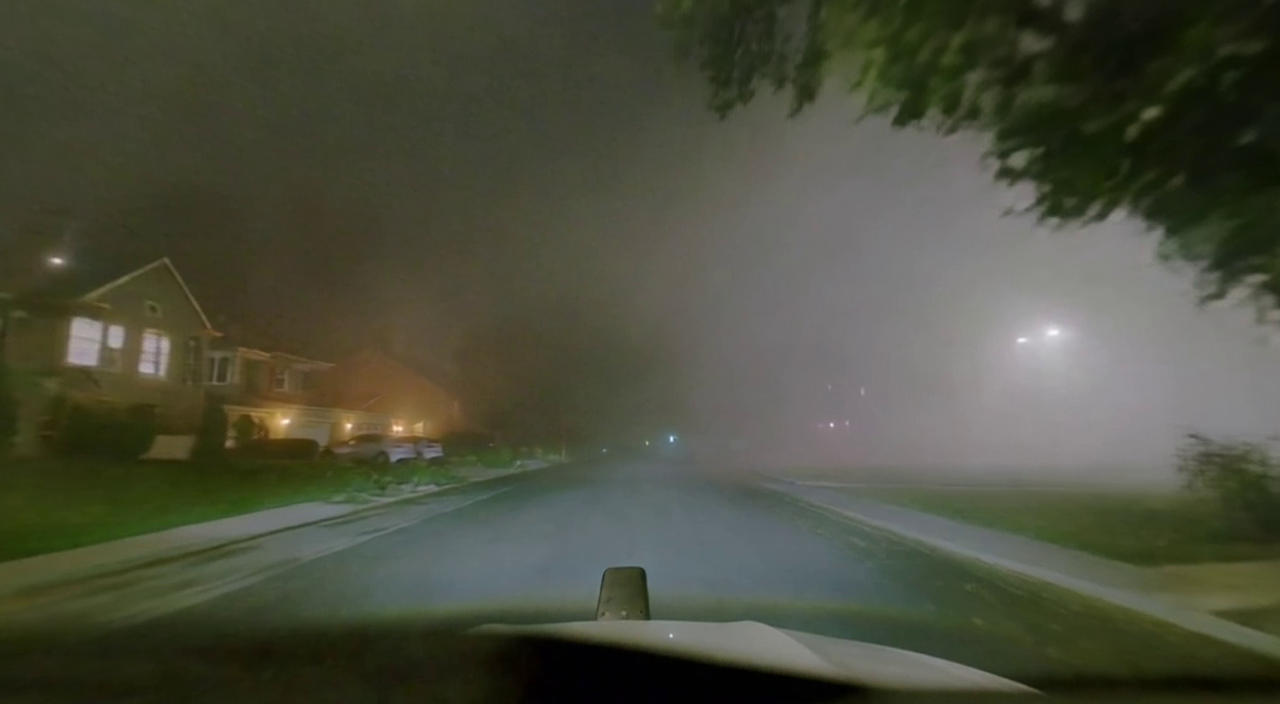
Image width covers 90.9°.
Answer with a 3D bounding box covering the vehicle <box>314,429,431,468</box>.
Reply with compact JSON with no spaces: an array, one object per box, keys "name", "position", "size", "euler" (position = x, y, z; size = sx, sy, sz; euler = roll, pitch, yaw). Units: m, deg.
[{"name":"vehicle","position":[-13.406,4.873,31.831],"size":[4.796,1.864,2.328],"euler":[-1,-9,2]}]
